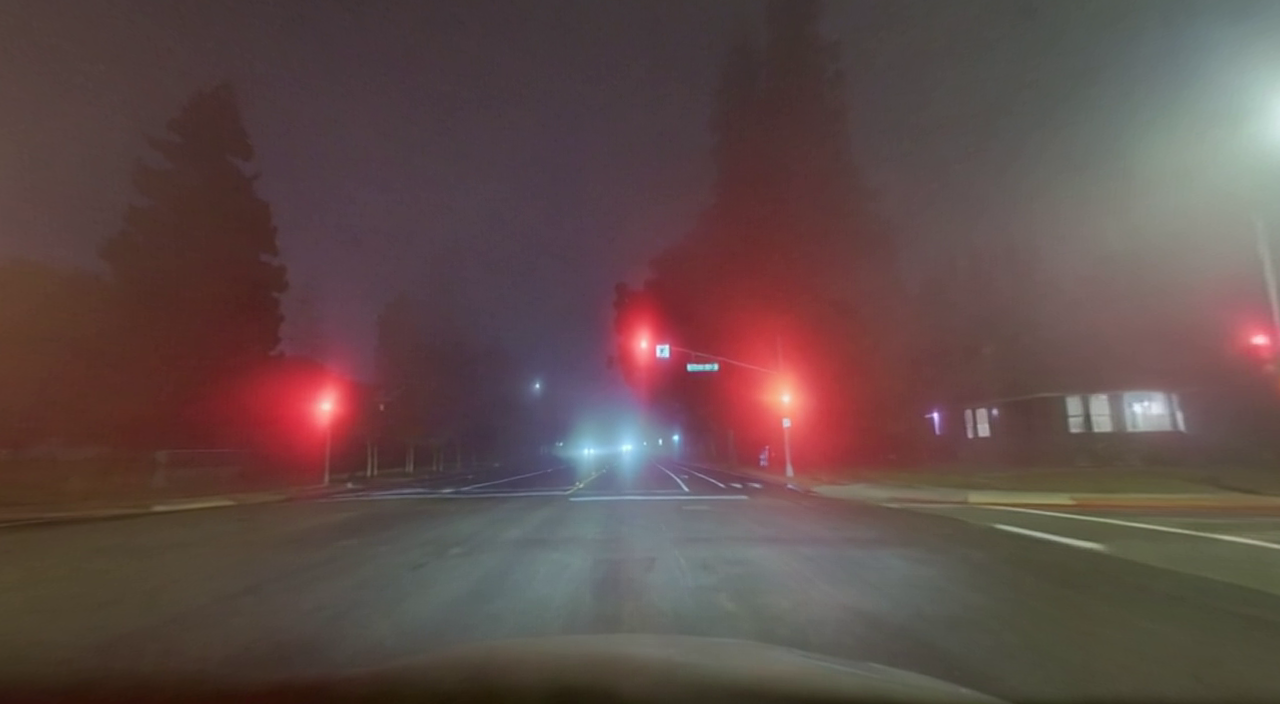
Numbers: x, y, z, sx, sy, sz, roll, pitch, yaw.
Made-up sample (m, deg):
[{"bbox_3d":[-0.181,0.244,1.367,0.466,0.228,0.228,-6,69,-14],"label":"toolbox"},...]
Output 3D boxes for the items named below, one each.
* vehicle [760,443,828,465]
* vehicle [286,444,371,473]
[{"bbox_3d":[10.939,7.290,45.059,4.261,1.486,2.023,0,-9,-1],"label":"vehicle"},{"bbox_3d":[-18.783,6.442,38.268,4.115,1.699,1.848,0,-8,-1],"label":"vehicle"}]
